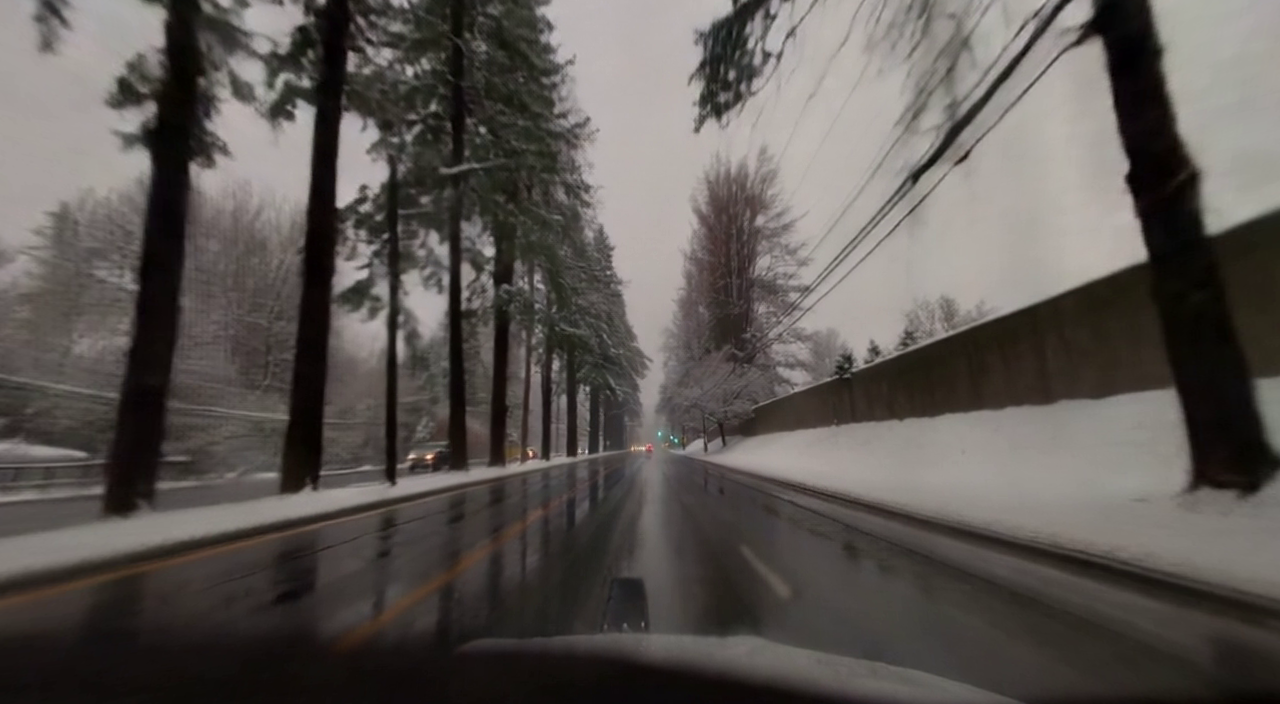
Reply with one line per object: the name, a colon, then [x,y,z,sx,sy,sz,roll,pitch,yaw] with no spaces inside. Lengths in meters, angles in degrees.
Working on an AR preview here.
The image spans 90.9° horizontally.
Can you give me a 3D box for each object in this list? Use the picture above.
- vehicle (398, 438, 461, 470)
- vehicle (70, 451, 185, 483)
vehicle: [-14.756,7.196,44.684,2.368,2.104,6.159,0,-8,0]
vehicle: [-26.080,5.828,32.188,4.188,1.536,1.845,0,-8,-3]
